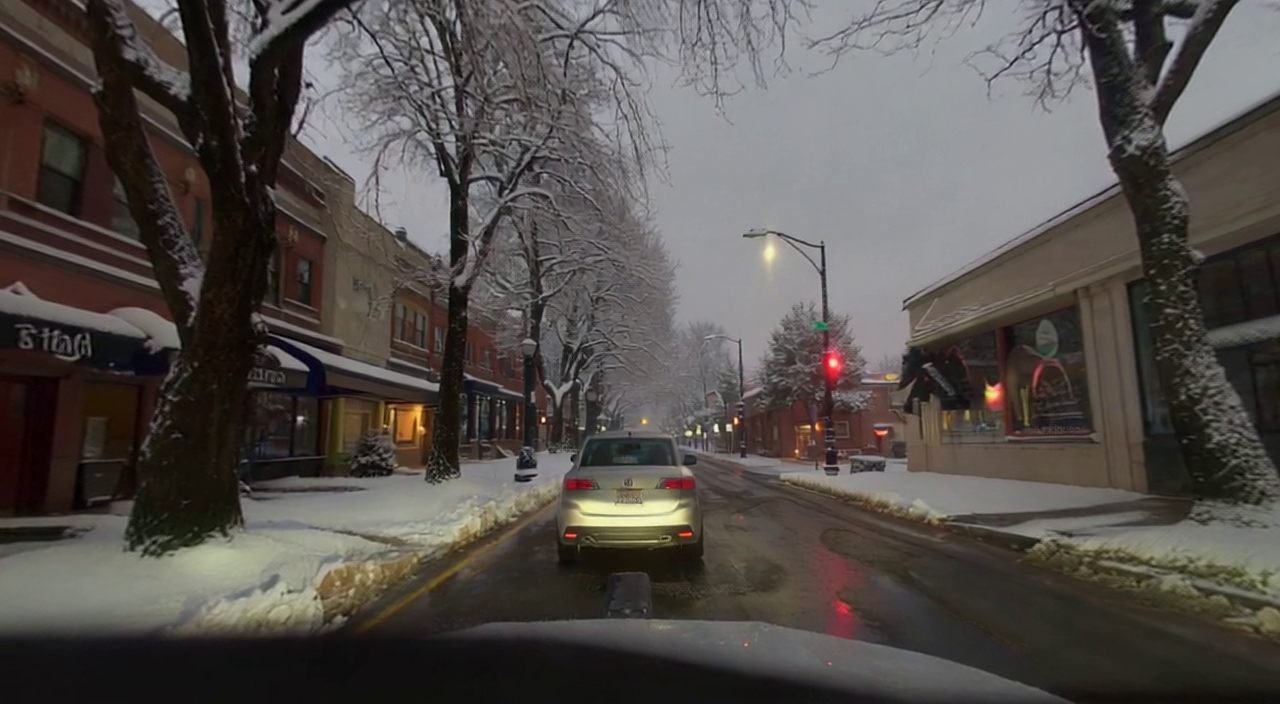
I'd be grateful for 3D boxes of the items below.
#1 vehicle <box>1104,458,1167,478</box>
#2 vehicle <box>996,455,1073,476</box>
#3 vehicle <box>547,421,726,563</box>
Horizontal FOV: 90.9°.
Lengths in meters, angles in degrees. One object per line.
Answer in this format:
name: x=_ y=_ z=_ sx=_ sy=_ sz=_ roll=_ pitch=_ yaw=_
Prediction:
vehicle: x=37.462 y=8.746 z=47.676 sx=3.445 sy=1.363 sz=1.608 roll=2 pitch=-9 yaw=-1
vehicle: x=29.814 y=8.597 z=47.723 sx=4.668 sy=1.441 sz=1.904 roll=1 pitch=-9 yaw=-6
vehicle: x=-0.084 y=1.912 z=9.327 sx=2.079 sy=1.621 sz=3.861 roll=0 pitch=-8 yaw=-1
